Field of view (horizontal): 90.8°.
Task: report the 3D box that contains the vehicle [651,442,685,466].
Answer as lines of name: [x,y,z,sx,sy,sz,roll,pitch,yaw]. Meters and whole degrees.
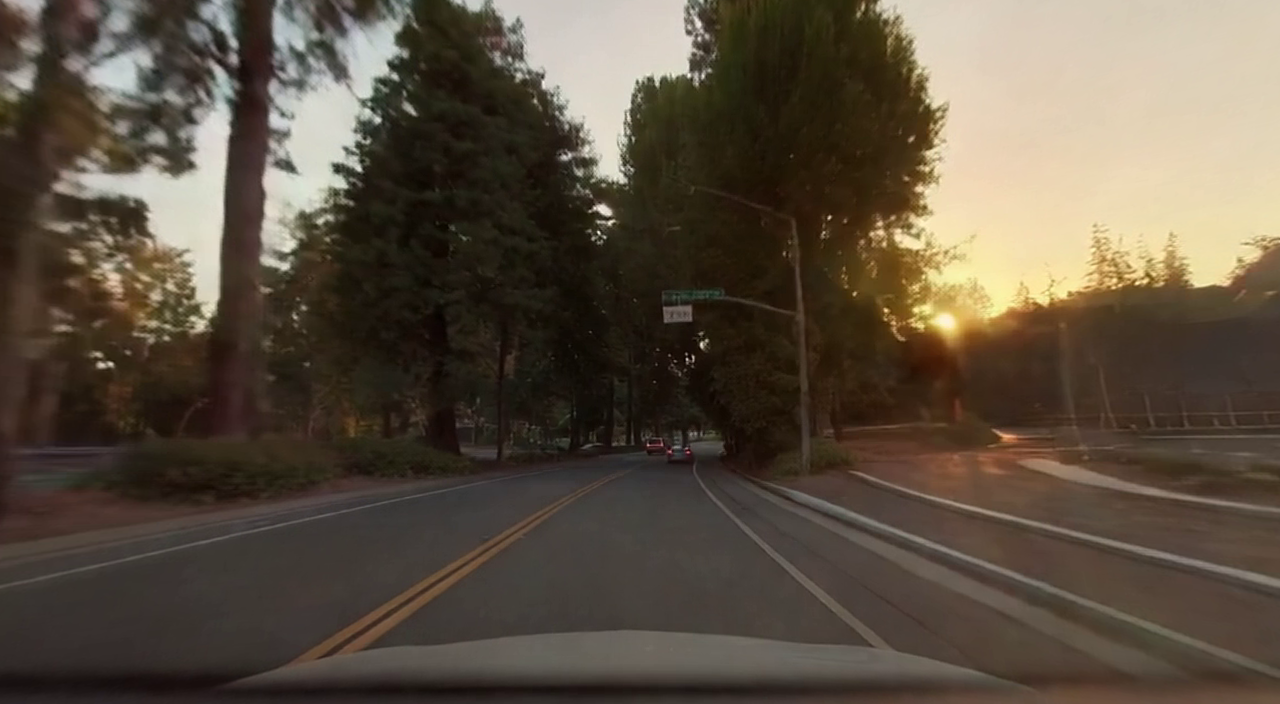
vehicle: [1.965,6.920,43.058,2.071,1.474,4.047,-1,-8,6]
